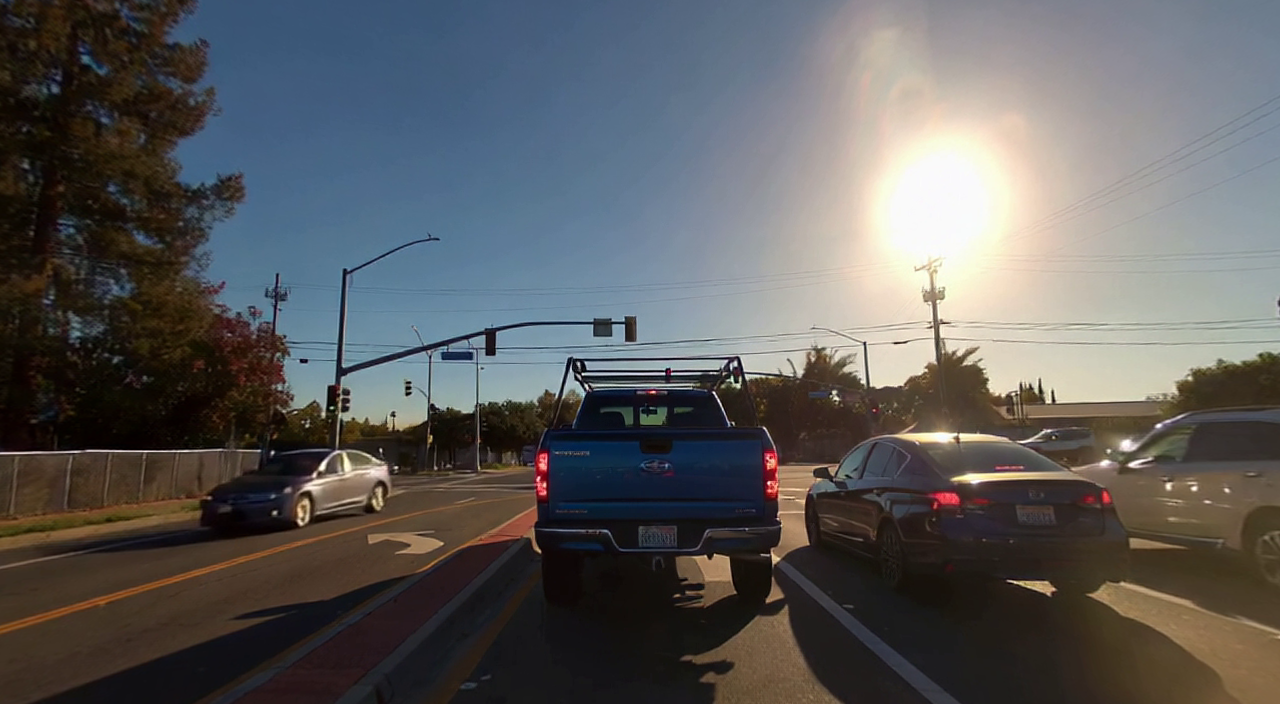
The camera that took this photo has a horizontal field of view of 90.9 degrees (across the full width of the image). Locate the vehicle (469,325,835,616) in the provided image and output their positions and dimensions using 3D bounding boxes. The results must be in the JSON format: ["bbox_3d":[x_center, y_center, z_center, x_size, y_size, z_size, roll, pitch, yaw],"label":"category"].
[{"bbox_3d":[0.112,1.361,8.079,2.831,2.284,6.149,0,-8,0],"label":"vehicle"}]

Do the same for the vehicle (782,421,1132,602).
[{"bbox_3d":[3.118,1.637,7.362,1.993,1.495,4.060,0,-8,1],"label":"vehicle"}]

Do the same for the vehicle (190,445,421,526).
[{"bbox_3d":[-7.694,3.073,15.319,2.378,1.611,5.046,-1,-9,8],"label":"vehicle"}]

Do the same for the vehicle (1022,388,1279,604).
[{"bbox_3d":[6.154,1.338,6.272,1.982,1.727,4.352,0,-8,1],"label":"vehicle"}]
